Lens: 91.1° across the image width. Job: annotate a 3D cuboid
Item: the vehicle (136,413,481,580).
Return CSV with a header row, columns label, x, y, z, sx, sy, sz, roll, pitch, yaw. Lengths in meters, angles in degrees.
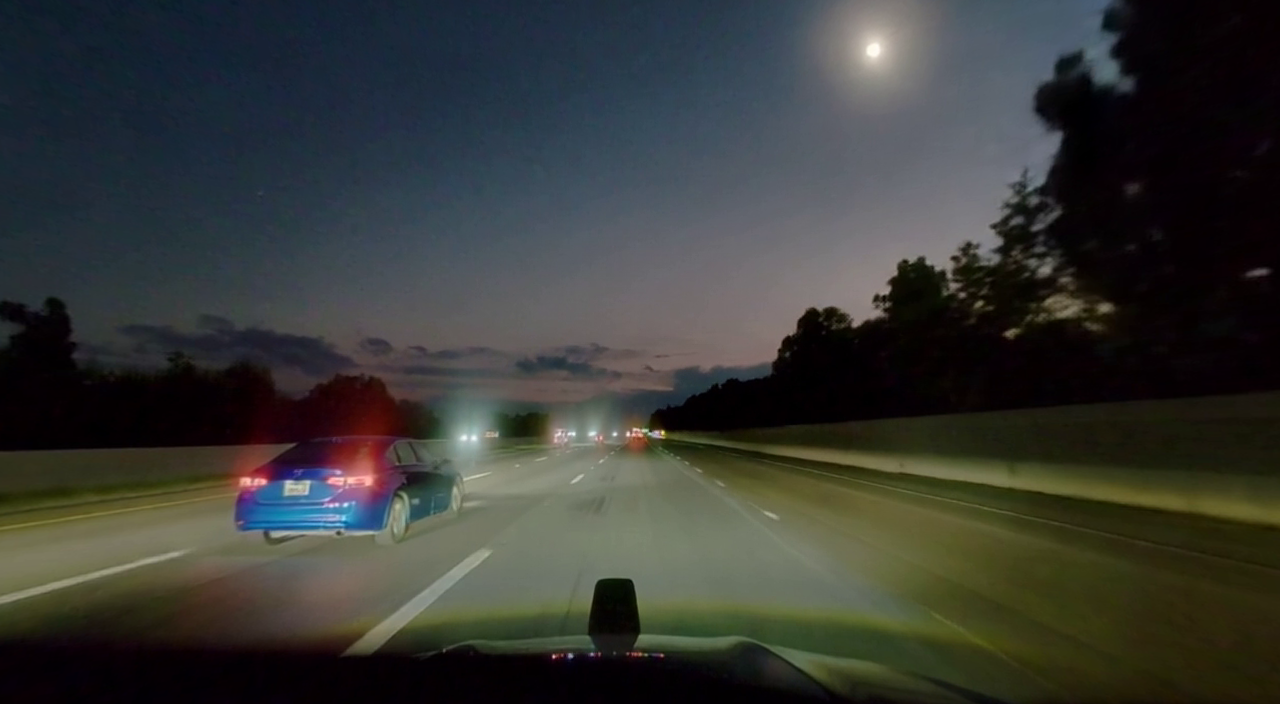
label,x,y,z,sx,sy,sz,roll,pitch,yaw
vehicle,-3.511,1.579,7.712,2.079,1.500,3.881,0,-8,0
